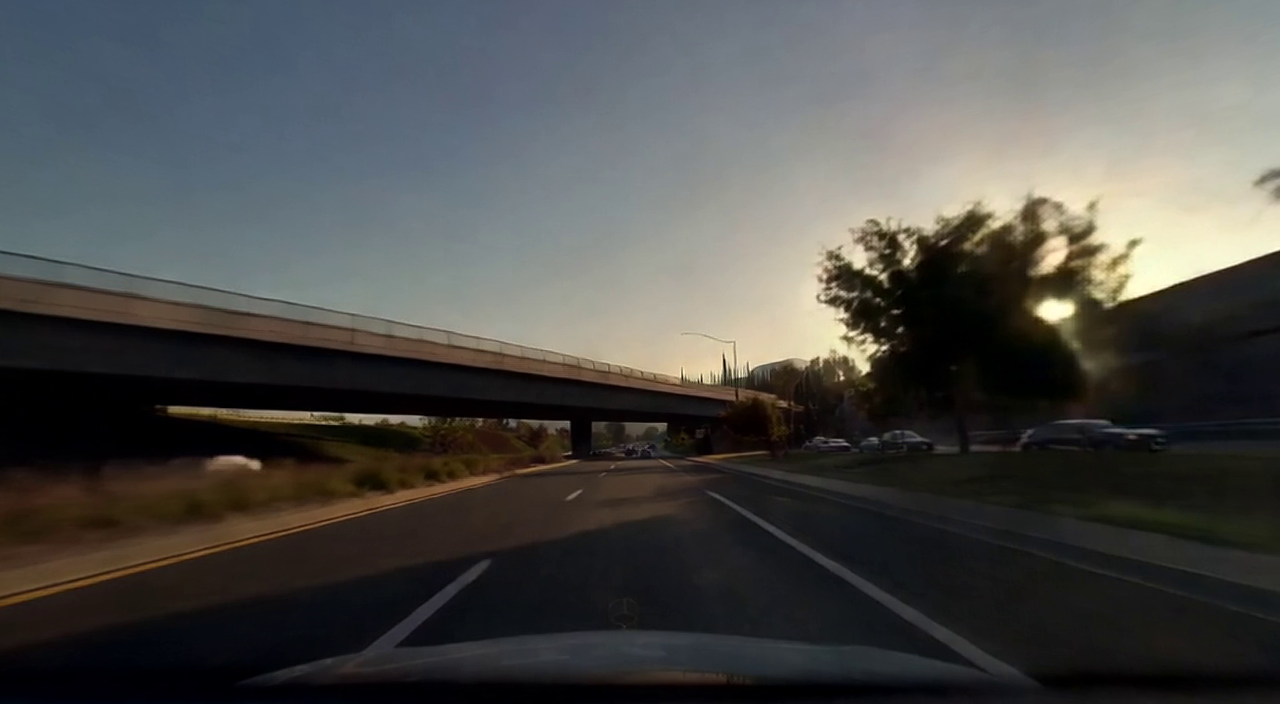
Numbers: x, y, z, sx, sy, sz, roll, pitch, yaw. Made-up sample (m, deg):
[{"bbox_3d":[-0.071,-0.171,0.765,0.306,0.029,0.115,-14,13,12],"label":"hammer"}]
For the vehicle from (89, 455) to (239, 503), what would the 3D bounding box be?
[{"bbox_3d":[-16.839,4.470,22.677,1.829,1.490,4.559,0,-9,0],"label":"vehicle"}]

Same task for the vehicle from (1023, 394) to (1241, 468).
[{"bbox_3d":[30.679,5.336,40.962,2.942,3.946,14.093,0,-9,1],"label":"vehicle"}]
